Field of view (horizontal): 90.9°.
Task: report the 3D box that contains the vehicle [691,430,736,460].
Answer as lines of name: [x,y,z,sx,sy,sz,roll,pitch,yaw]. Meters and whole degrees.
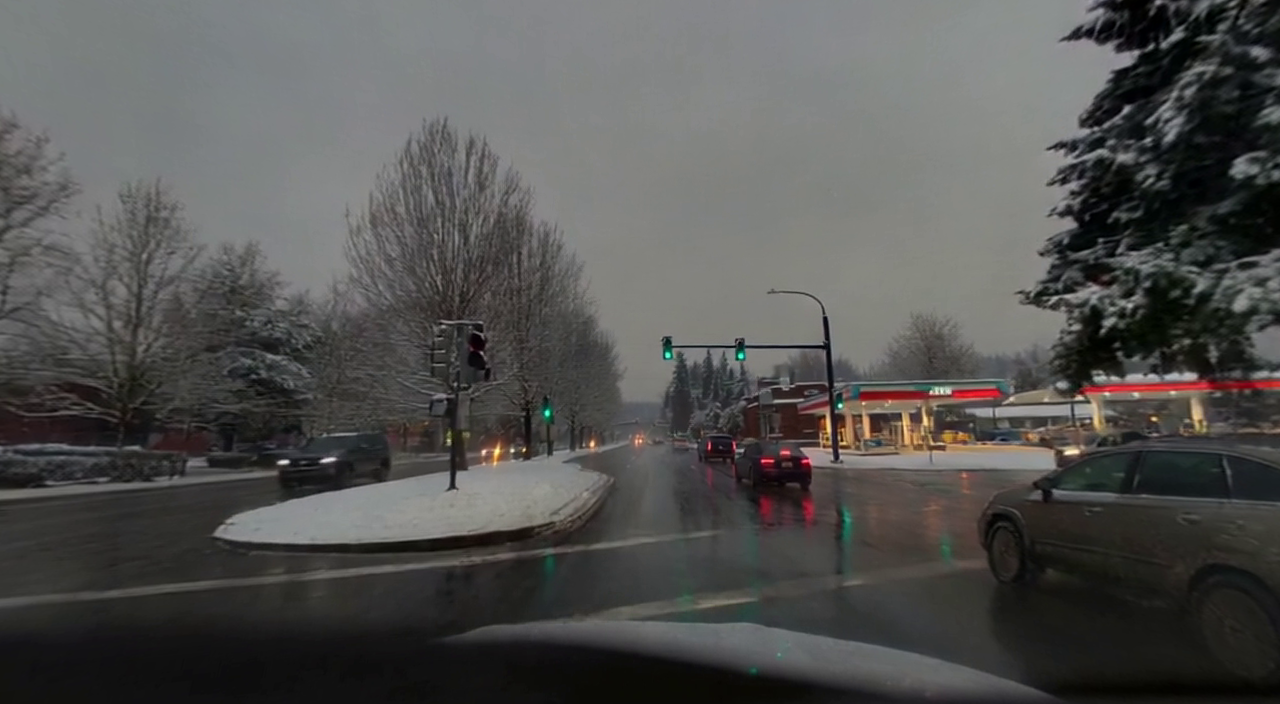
vehicle: [5.109,6.524,44.536,2.611,1.983,5.165,0,-8,1]

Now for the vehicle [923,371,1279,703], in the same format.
vehicle: [3.823,1.085,3.961,1.875,1.665,4.931,0,-8,1]

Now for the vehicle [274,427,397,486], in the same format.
vehicle: [-10.841,3.730,22.913,2.416,1.903,4.339,0,-8,-3]

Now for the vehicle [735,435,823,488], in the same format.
vehicle: [4.201,3.359,19.755,1.871,1.442,4.122,0,-8,1]

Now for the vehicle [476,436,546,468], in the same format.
vehicle: [-7.365,5.742,36.572,2.842,1.476,4.980,-3,-6,2]
